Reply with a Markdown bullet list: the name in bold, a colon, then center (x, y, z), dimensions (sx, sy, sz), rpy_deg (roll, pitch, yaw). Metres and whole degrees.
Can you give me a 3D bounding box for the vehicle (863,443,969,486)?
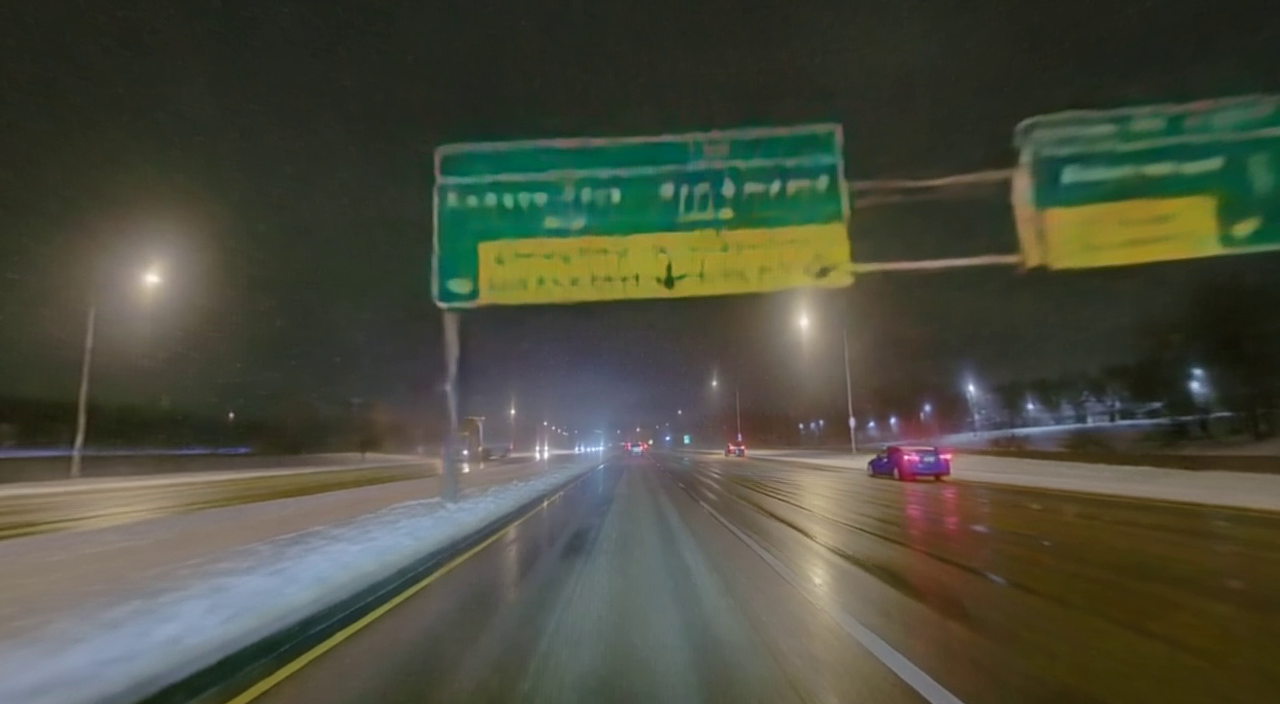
- **vehicle**: center (10.679, 4.350, 24.867), dimensions (2.024, 1.481, 4.747), rpy_deg (1, -8, 0)
